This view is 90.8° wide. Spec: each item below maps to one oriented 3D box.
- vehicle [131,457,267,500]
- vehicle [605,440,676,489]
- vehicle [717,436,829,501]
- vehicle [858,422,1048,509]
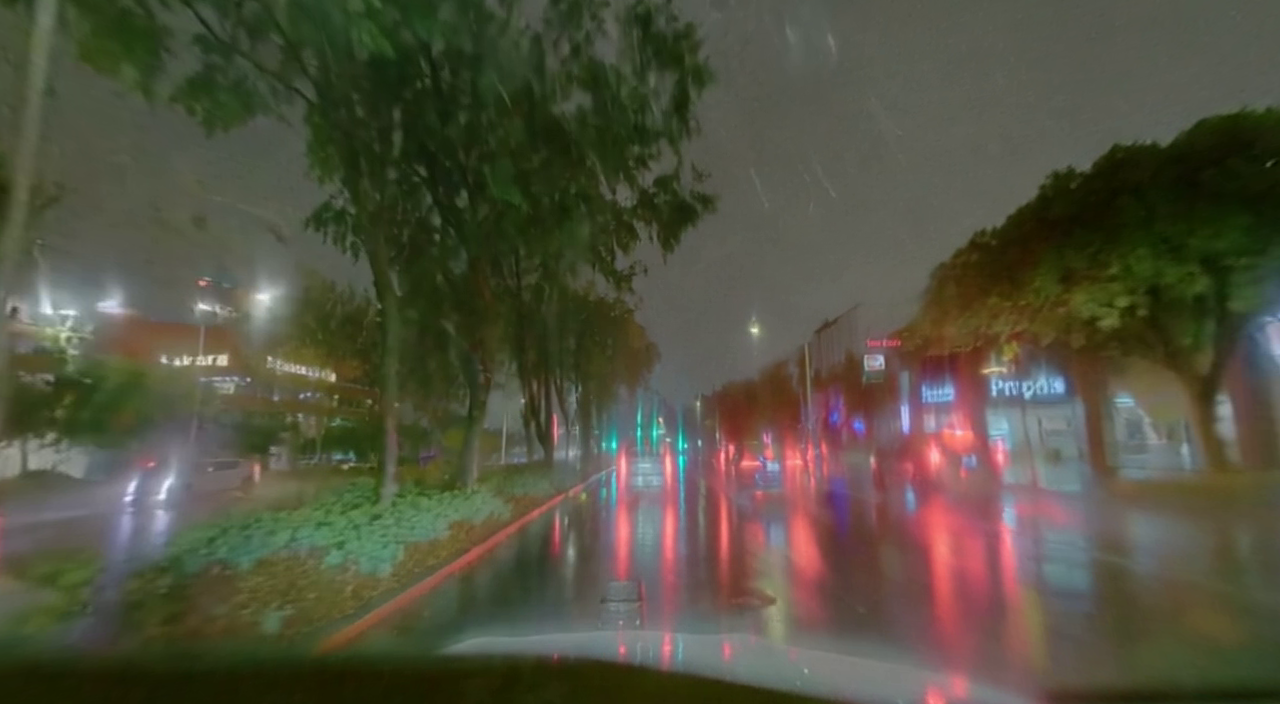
[{"bbox_3d":[-17.542,5.018,25.498,2.069,1.460,4.716,0,-9,0],"label":"vehicle"},{"bbox_3d":[-0.023,3.665,20.920,2.101,1.444,4.248,0,-9,-1],"label":"vehicle"},{"bbox_3d":[3.375,3.059,16.956,1.993,1.477,4.240,0,-9,-1],"label":"vehicle"},{"bbox_3d":[7.113,2.650,15.135,2.052,1.708,4.842,0,-9,0],"label":"vehicle"}]
